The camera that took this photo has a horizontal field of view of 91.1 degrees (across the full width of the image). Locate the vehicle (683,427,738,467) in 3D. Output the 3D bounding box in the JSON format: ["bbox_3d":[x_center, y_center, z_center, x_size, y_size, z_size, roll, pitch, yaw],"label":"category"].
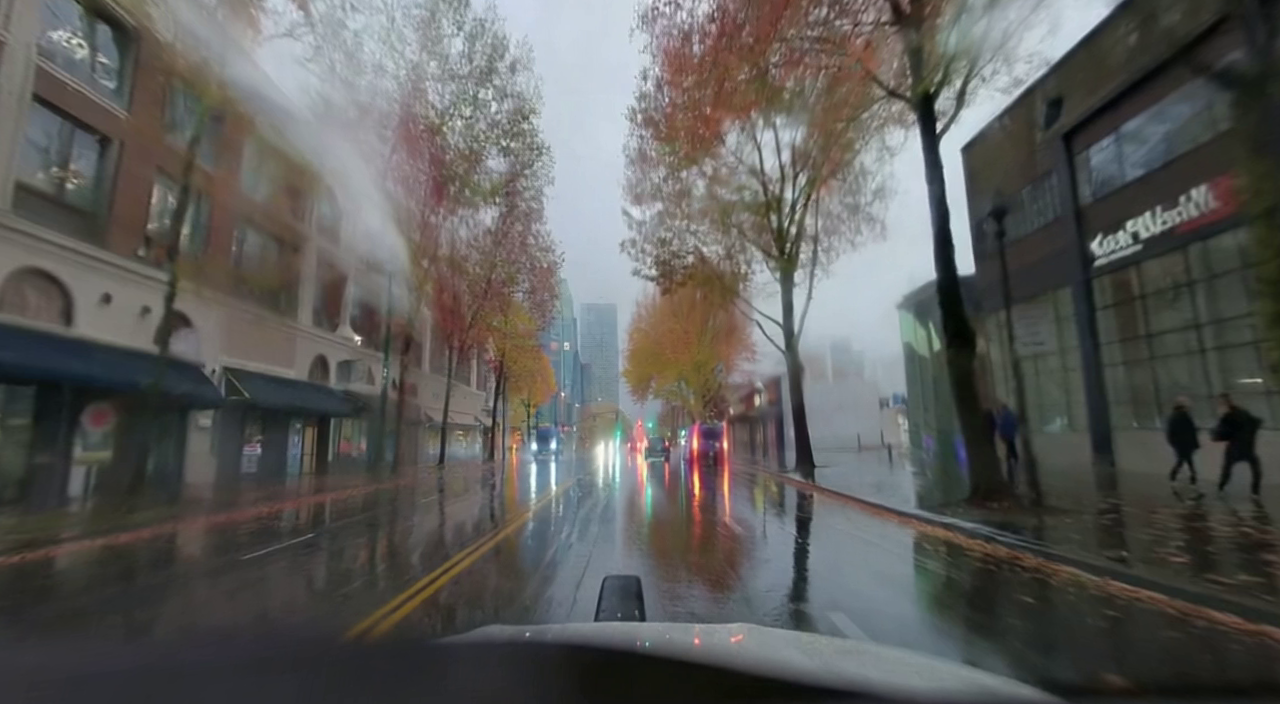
[{"bbox_3d":[3.713,5.126,34.216,2.357,1.986,5.136,0,-8,-1],"label":"vehicle"}]
